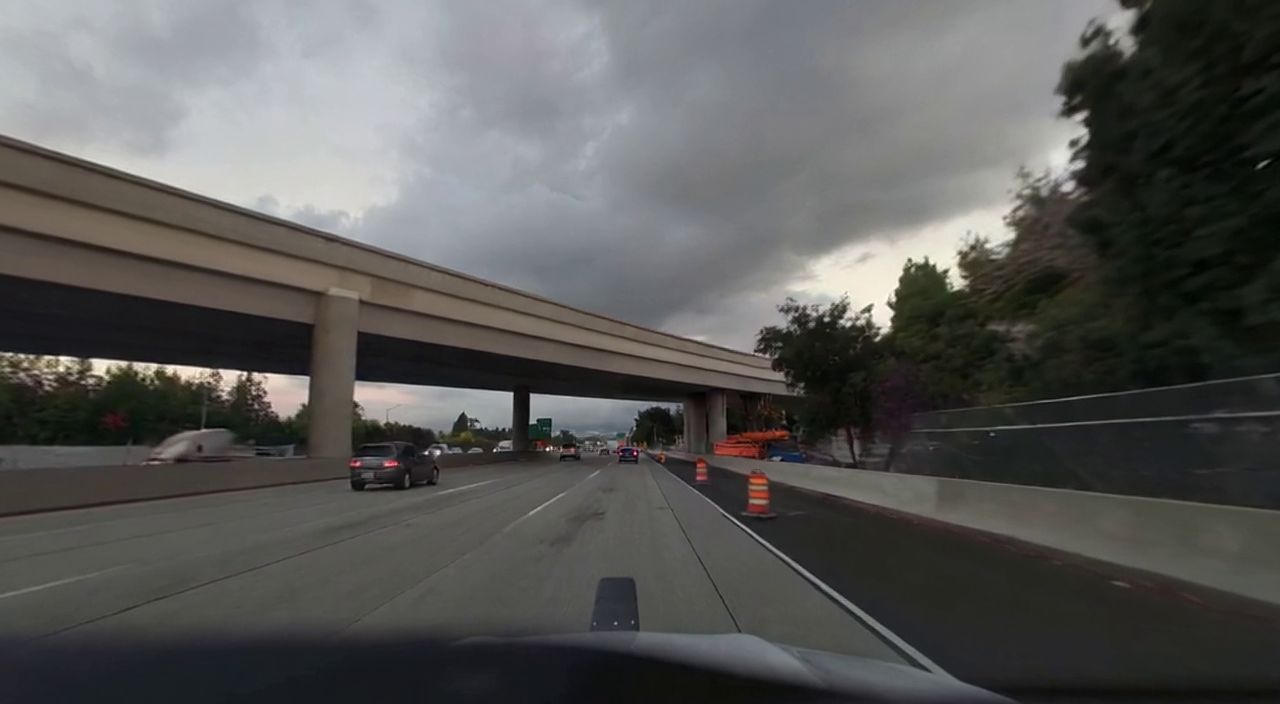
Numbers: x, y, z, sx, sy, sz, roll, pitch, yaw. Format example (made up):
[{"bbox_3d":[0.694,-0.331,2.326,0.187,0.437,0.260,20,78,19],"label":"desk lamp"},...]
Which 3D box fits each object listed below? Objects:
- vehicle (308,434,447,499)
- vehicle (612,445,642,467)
[{"bbox_3d":[-7.275,3.209,18.103,2.128,1.604,4.279,0,-9,0],"label":"vehicle"},{"bbox_3d":[-0.891,7.362,44.998,2.051,1.459,4.092,0,-9,0],"label":"vehicle"}]
